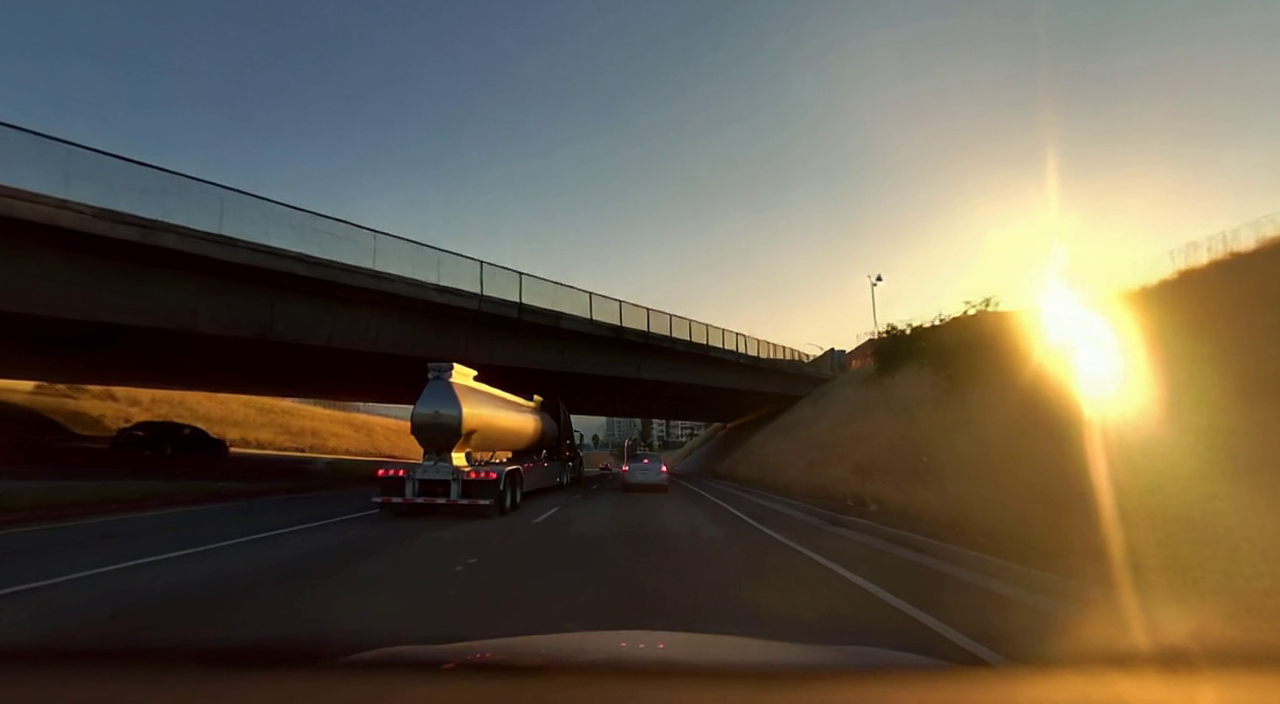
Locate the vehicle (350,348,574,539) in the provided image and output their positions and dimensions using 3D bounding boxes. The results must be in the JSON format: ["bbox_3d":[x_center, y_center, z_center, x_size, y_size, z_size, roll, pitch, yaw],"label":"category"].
[{"bbox_3d":[-4.073,2.777,19.178,2.896,3.563,14.643,0,-9,-1],"label":"vehicle"}]

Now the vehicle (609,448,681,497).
[{"bbox_3d":[0.113,4.016,21.544,2.215,1.481,4.246,0,-9,-1],"label":"vehicle"}]
